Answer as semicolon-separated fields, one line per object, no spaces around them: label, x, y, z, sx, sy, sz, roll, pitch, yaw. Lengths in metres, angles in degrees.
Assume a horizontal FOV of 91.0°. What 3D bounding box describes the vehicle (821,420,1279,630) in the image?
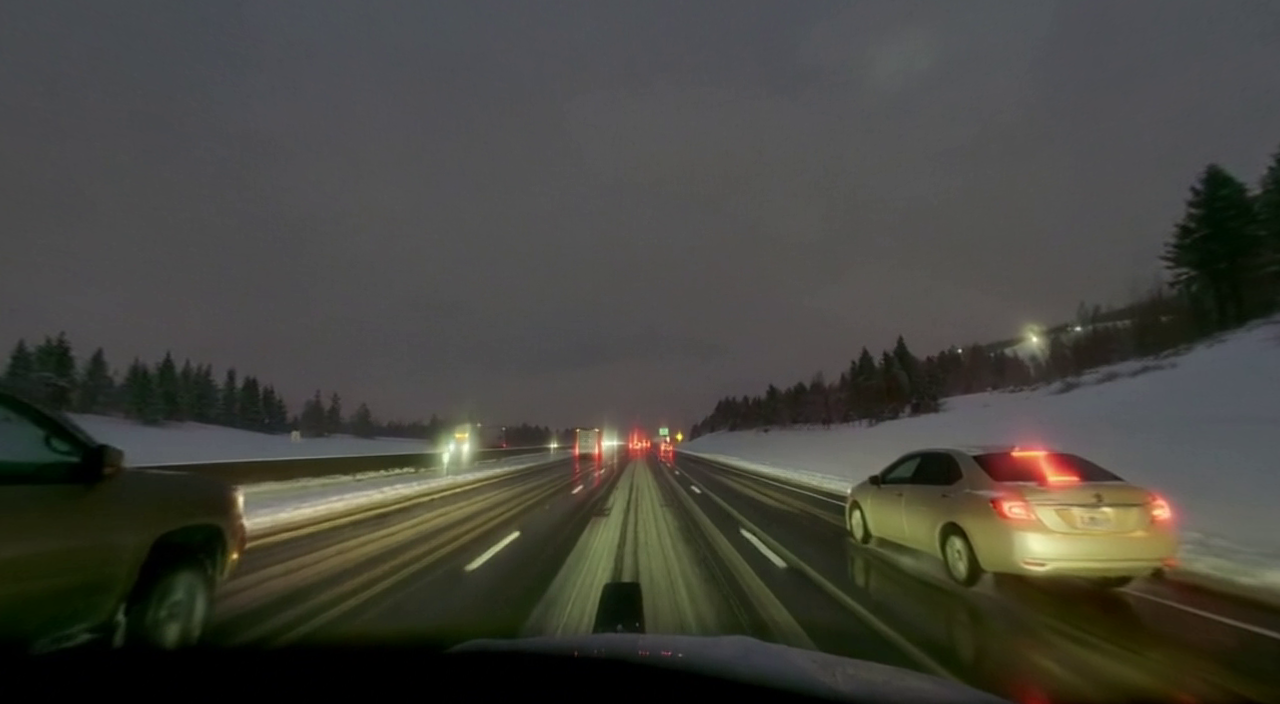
vehicle;3.822;1.658;7.175;2.047;1.532;4.884;0;-9;0

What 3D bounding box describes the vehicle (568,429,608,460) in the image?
vehicle;-3.920;7.168;48.643;2.496;2.203;6.317;0;-9;1

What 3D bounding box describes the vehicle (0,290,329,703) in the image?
vehicle;-3.641;0.633;2.082;2.285;1.853;5.564;0;-9;1
